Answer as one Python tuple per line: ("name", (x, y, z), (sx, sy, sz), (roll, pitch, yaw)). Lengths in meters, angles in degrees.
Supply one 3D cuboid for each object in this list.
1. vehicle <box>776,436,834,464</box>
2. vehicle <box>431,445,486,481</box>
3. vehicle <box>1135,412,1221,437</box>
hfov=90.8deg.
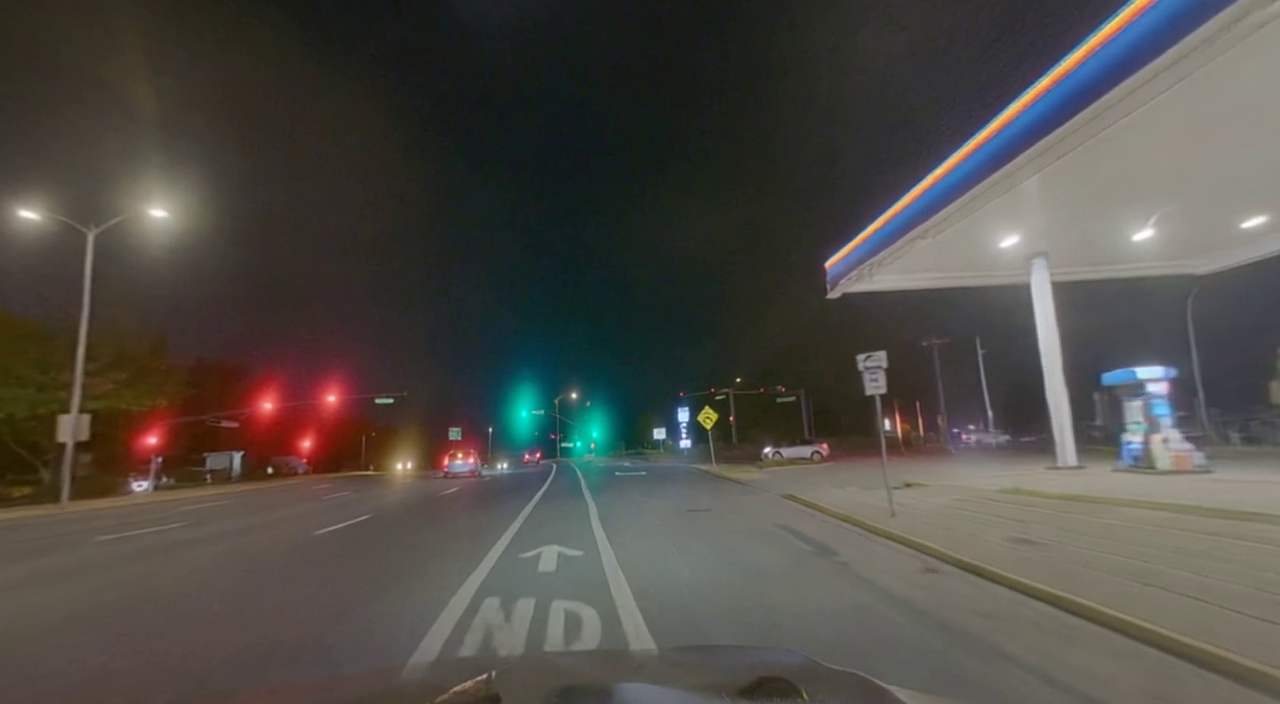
("vehicle", (9.779, 5.825, 37.870), (2.076, 1.505, 4.770), (-1, -8, -2))
("vehicle", (-9.649, 5.904, 33.981), (1.985, 1.772, 4.479), (0, -9, -5))
("vehicle", (36.195, 4.953, 42.638), (1.742, 1.432, 4.338), (-1, -9, -4))
